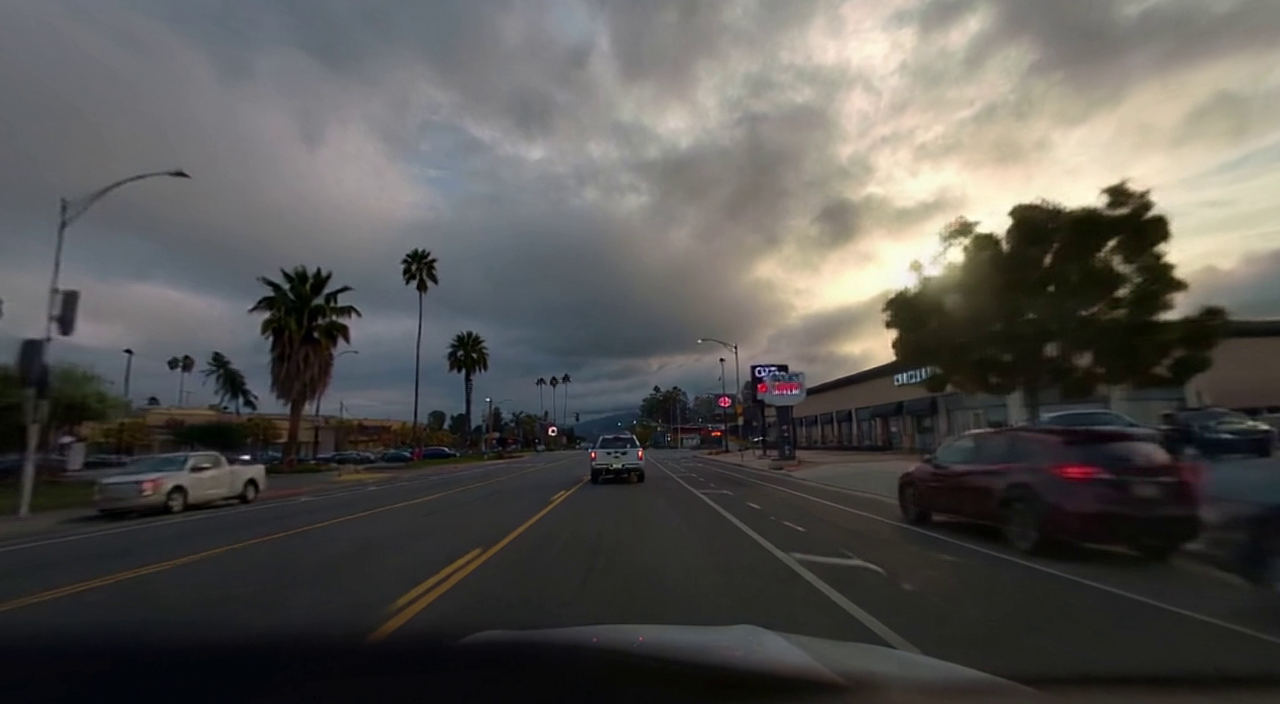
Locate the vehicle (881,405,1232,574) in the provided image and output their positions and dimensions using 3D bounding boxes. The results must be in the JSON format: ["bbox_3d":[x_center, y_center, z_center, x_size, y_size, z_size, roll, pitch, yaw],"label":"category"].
[{"bbox_3d":[5.742,1.939,9.703,2.186,1.861,4.678,2,-8,-1],"label":"vehicle"}]

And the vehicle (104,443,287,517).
[{"bbox_3d":[-13.520,3.855,19.663,2.296,1.847,4.856,-3,-8,-1],"label":"vehicle"}]

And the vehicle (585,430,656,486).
[{"bbox_3d":[-0.639,3.665,22.039,2.239,1.763,4.096,0,-8,-1],"label":"vehicle"}]

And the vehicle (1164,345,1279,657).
[{"bbox_3d":[5.487,0.669,1.781,2.568,1.974,6.203,3,-9,-2],"label":"vehicle"}]
